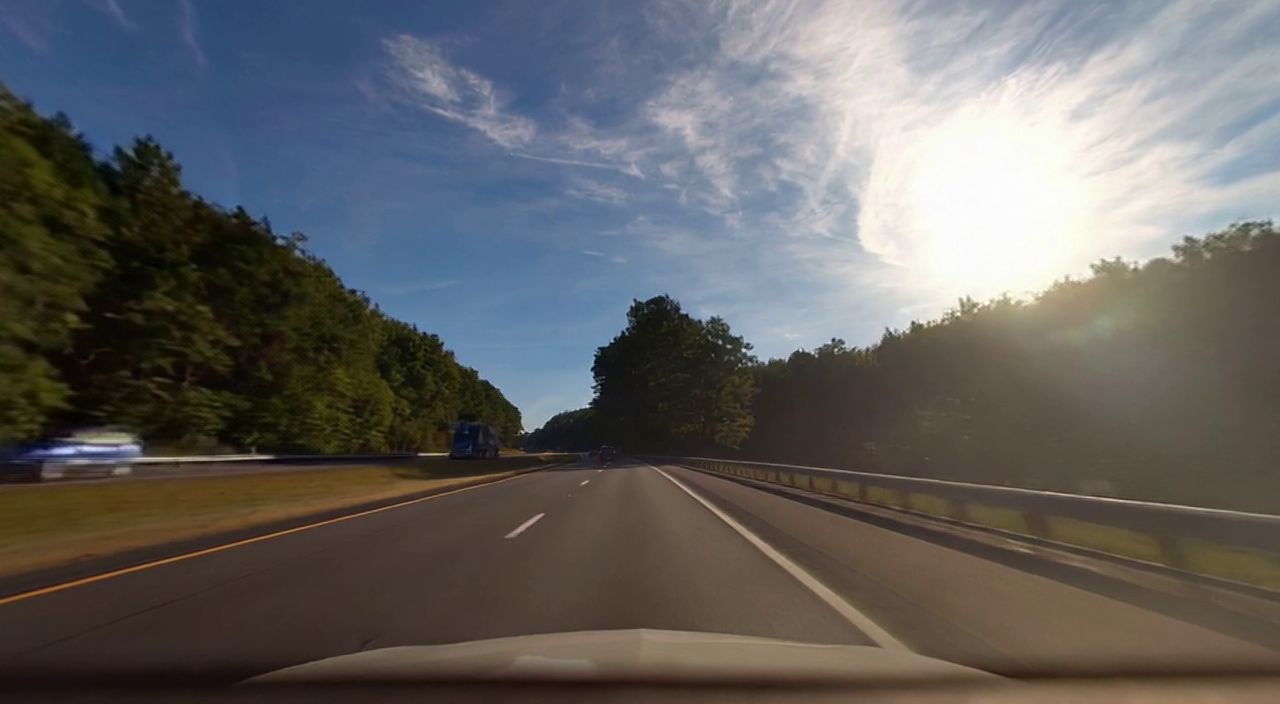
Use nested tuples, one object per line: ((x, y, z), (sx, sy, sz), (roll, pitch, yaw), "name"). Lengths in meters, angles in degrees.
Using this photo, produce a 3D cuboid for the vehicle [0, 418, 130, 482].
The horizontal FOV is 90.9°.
((-15.649, 2.537, 16.221), (1.781, 1.458, 3.767), (0, -9, 1), "vehicle")
